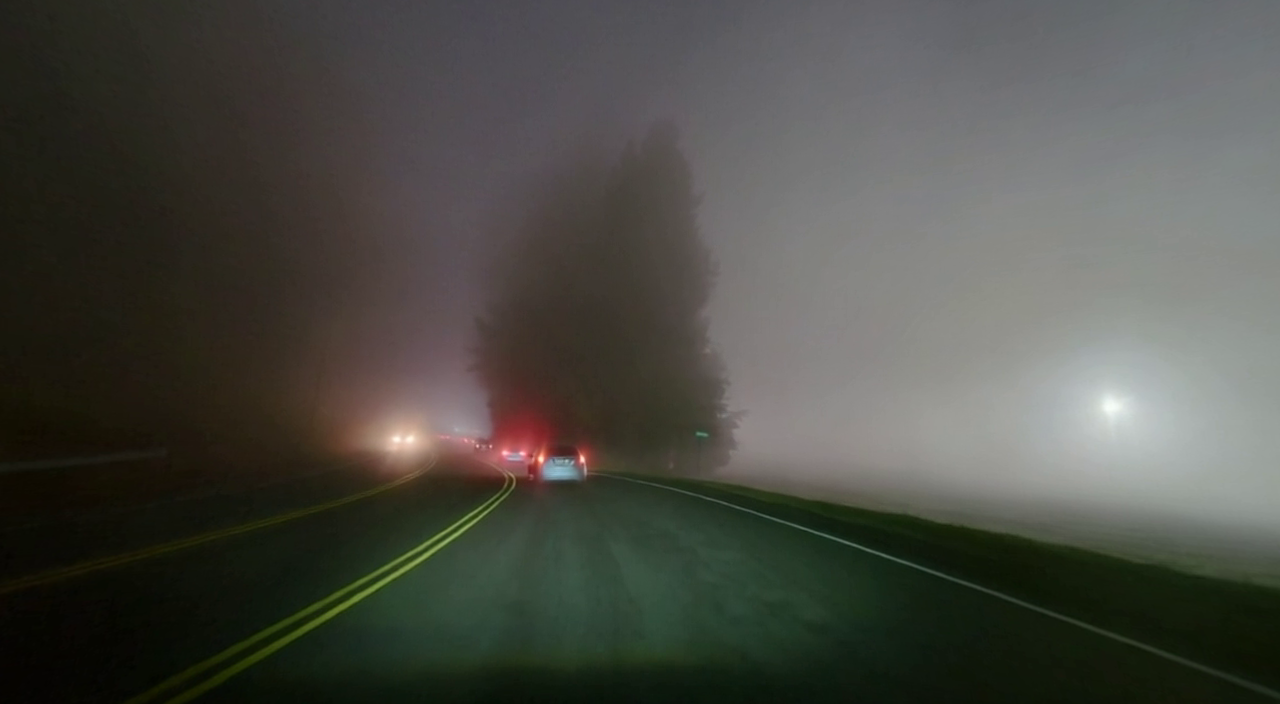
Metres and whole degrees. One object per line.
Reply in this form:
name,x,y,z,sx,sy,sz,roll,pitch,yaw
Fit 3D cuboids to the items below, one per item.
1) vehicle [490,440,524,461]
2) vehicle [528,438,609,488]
vehicle,-10.326,7.582,48.590,2.080,1.530,3.719,3,-9,-19
vehicle,-2.531,3.711,21.330,2.296,1.510,4.068,2,-9,-12
